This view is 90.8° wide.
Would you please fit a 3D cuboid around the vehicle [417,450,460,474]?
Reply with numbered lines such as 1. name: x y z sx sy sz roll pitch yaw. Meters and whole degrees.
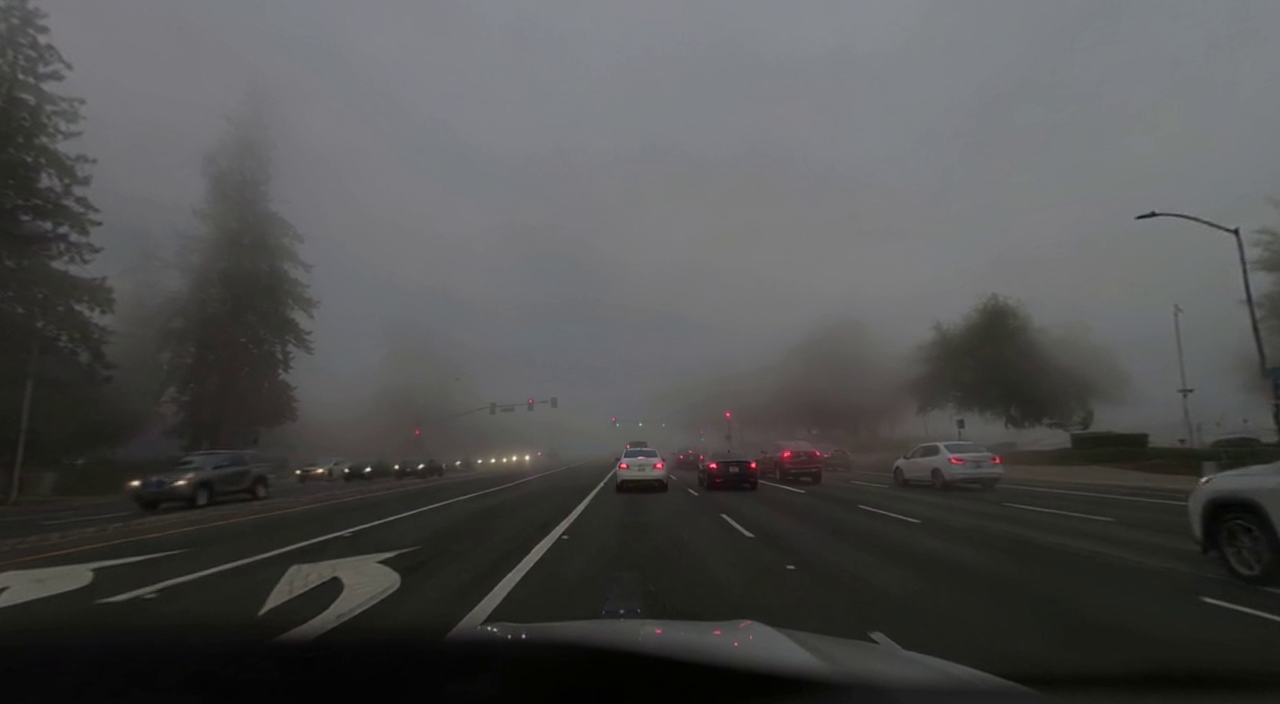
1. vehicle: -15.806 8.611 49.769 1.935 1.736 4.531 0 -8 0

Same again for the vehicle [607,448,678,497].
1. vehicle: 0.010 3.690 19.774 1.990 1.347 4.067 0 -8 -1

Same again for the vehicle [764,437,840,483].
1. vehicle: 6.445 4.347 25.631 1.931 1.685 4.054 0 -8 -1

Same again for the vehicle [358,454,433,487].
1. vehicle: -12.107 5.863 31.637 1.896 1.484 4.473 0 -8 1

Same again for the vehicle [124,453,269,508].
1. vehicle: -15.759 4.548 22.805 1.908 1.703 4.547 0 -8 0

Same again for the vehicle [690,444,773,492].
1. vehicle: 2.983 3.907 21.818 1.970 1.445 4.974 0 -8 -2

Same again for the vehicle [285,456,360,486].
1. vehicle: -19.107 7.137 38.303 1.992 1.607 4.965 0 -8 0

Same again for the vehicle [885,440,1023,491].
1. vehicle: 10.281 3.754 21.281 1.890 1.488 5.113 0 -8 -2
